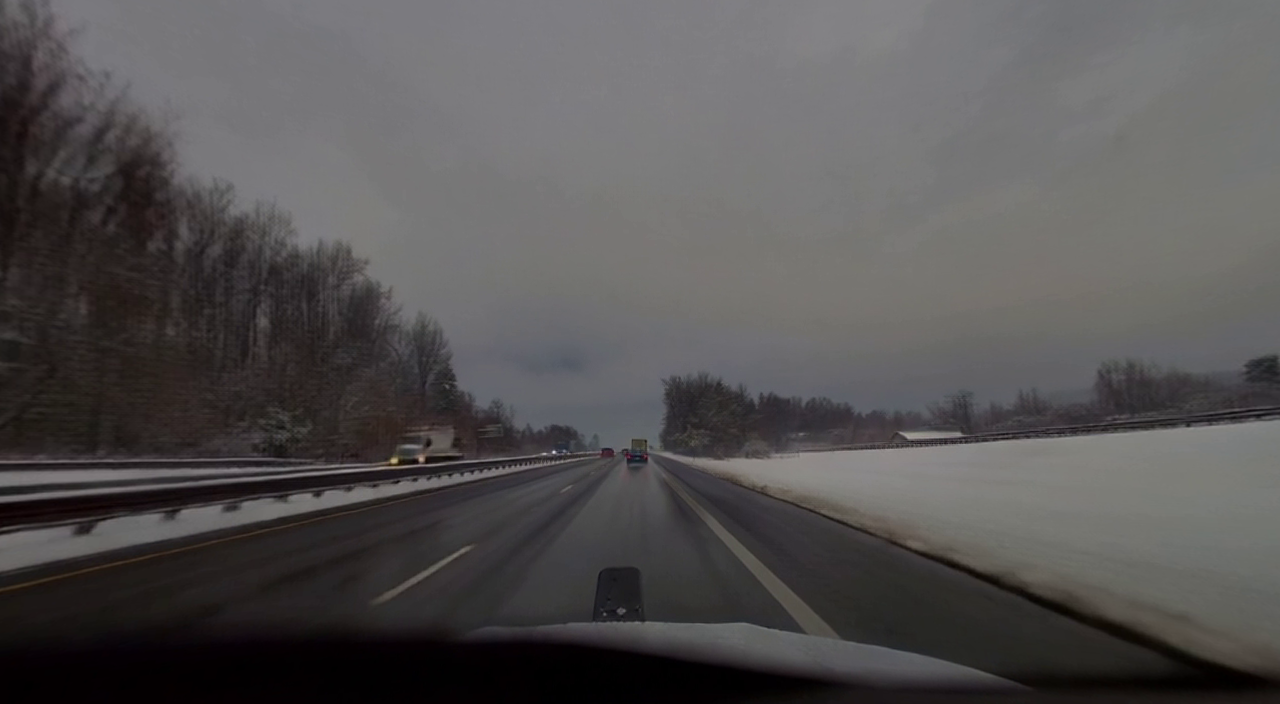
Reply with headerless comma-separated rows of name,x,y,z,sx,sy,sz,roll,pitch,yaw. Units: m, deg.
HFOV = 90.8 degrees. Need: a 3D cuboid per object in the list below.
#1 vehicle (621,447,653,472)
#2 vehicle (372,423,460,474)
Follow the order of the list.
vehicle,-0.203,6.681,39.268,1.853,1.436,3.438,0,-9,-1
vehicle,-12.045,5.293,34.690,2.236,2.494,7.006,0,-9,0
